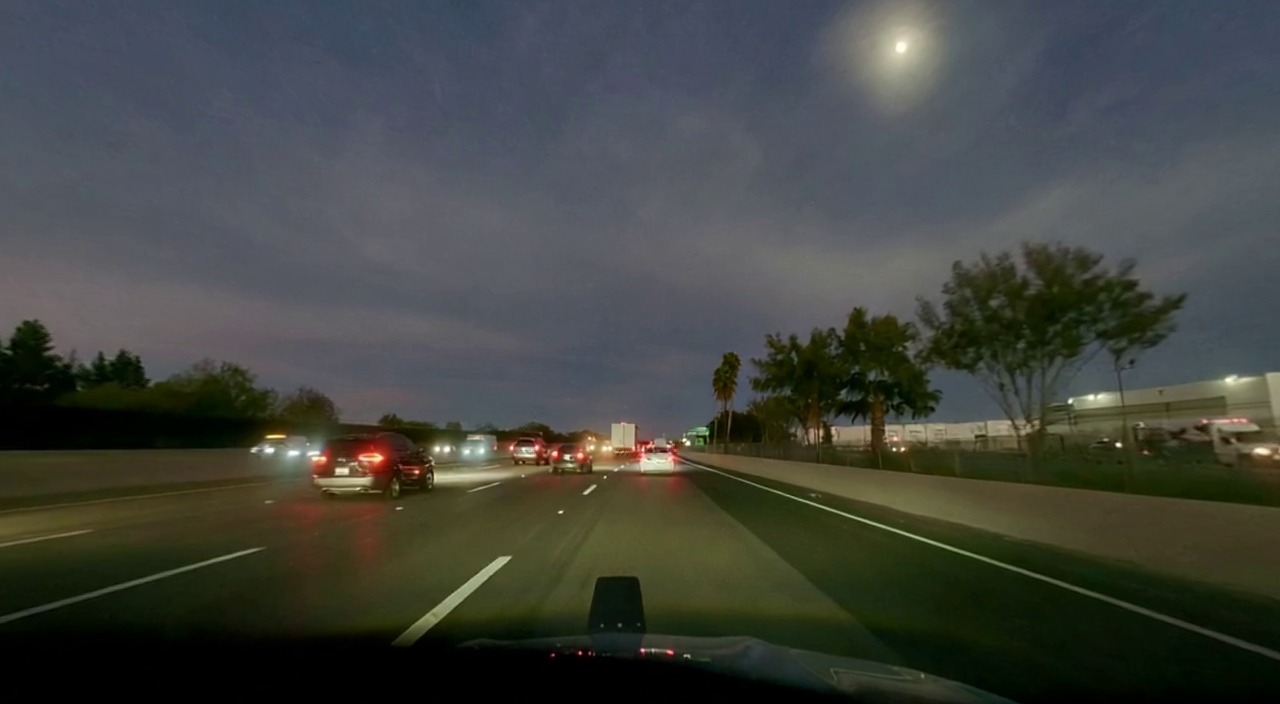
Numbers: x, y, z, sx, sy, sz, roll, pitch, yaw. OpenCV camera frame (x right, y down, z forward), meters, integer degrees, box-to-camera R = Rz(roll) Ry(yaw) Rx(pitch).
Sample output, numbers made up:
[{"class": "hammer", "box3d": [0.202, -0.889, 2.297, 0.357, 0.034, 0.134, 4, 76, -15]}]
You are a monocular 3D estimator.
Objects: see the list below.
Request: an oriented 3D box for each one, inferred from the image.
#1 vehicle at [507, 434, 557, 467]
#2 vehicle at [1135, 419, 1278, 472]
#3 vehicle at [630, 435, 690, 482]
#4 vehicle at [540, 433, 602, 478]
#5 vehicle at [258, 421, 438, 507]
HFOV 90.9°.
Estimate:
[{"class": "vehicle", "box3d": [-6.639, 6.082, 39.191, 2.085, 1.932, 4.967, 0, -8, 2]}, {"class": "vehicle", "box3d": [35.302, 5.859, 39.731, 2.822, 2.998, 6.825, -1, -8, 3]}, {"class": "vehicle", "box3d": [0.716, 4.087, 24.529, 2.136, 1.678, 4.052, 0, -8, 0]}, {"class": "vehicle", "box3d": [-2.971, 4.576, 28.220, 2.108, 1.832, 4.549, 0, -8, 2]}, {"class": "vehicle", "box3d": [-6.845, 2.673, 15.539, 2.105, 1.790, 4.689, 0, -8, 1]}]
